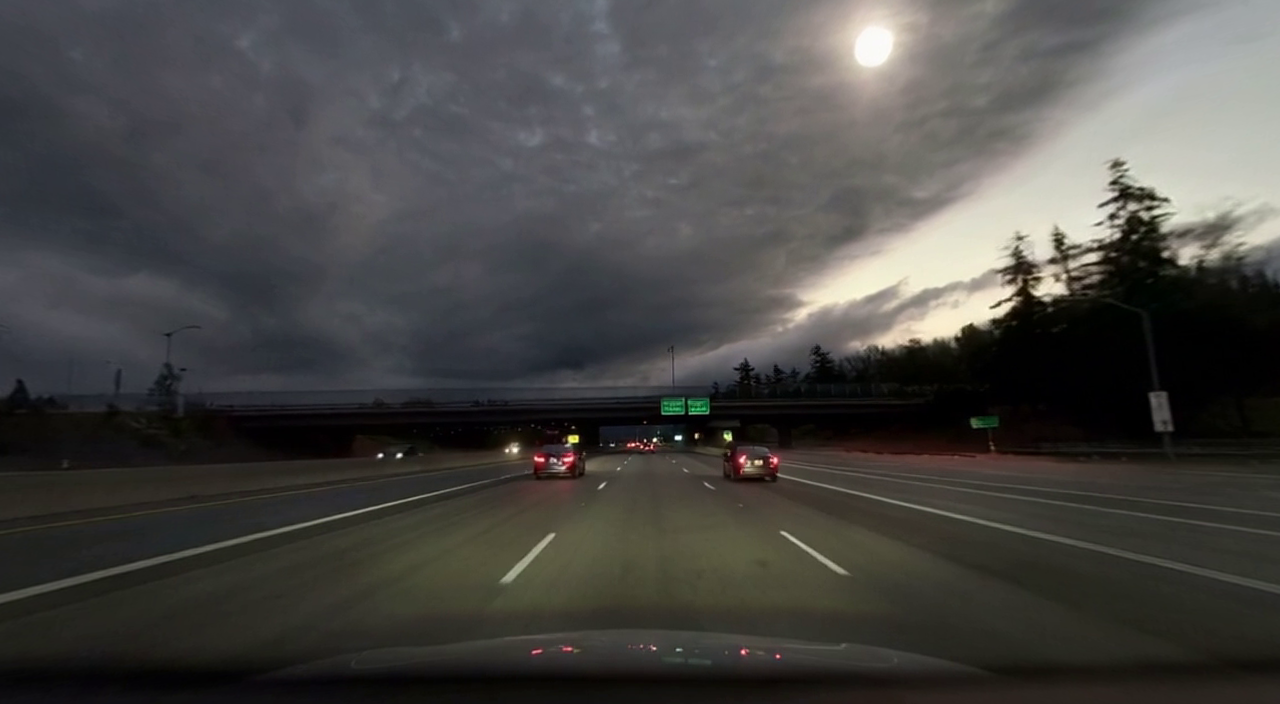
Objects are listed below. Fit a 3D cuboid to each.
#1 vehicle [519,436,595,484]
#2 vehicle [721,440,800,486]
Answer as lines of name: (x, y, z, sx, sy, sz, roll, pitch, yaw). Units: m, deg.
vehicle: (-3.183, 4.287, 25.387, 2.259, 1.706, 4.924, 0, -8, 2)
vehicle: (4.171, 3.901, 22.537, 1.908, 1.483, 4.259, 0, -8, -1)
